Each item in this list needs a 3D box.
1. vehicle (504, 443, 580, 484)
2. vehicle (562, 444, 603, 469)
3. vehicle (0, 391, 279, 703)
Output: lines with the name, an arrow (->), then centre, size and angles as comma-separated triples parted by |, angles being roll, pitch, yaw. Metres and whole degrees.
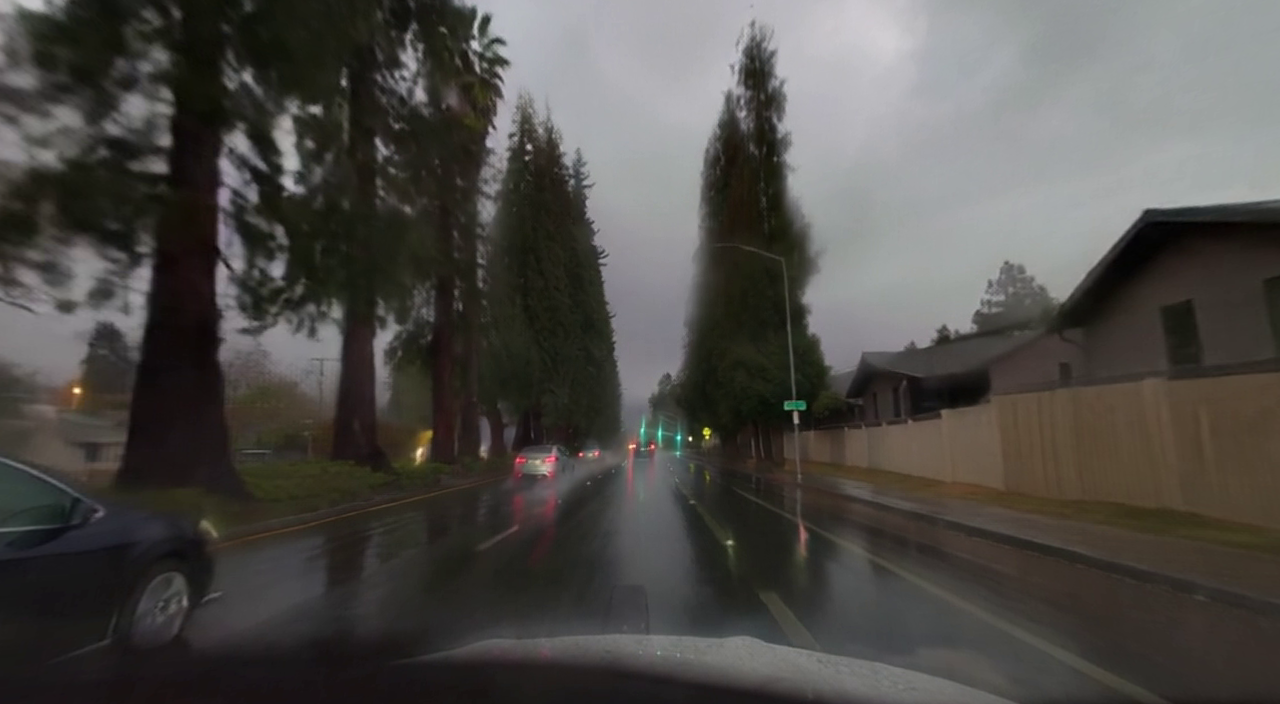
vehicle -> -3.785, 4.406, 25.295 | 2.188, 1.473, 4.651 | 0, -8, 2
vehicle -> -3.593, 6.669, 40.474 | 2.110, 1.529, 4.743 | 0, -8, 1
vehicle -> -4.014, 0.903, 2.503 | 2.190, 1.545, 4.943 | 0, -8, 1
